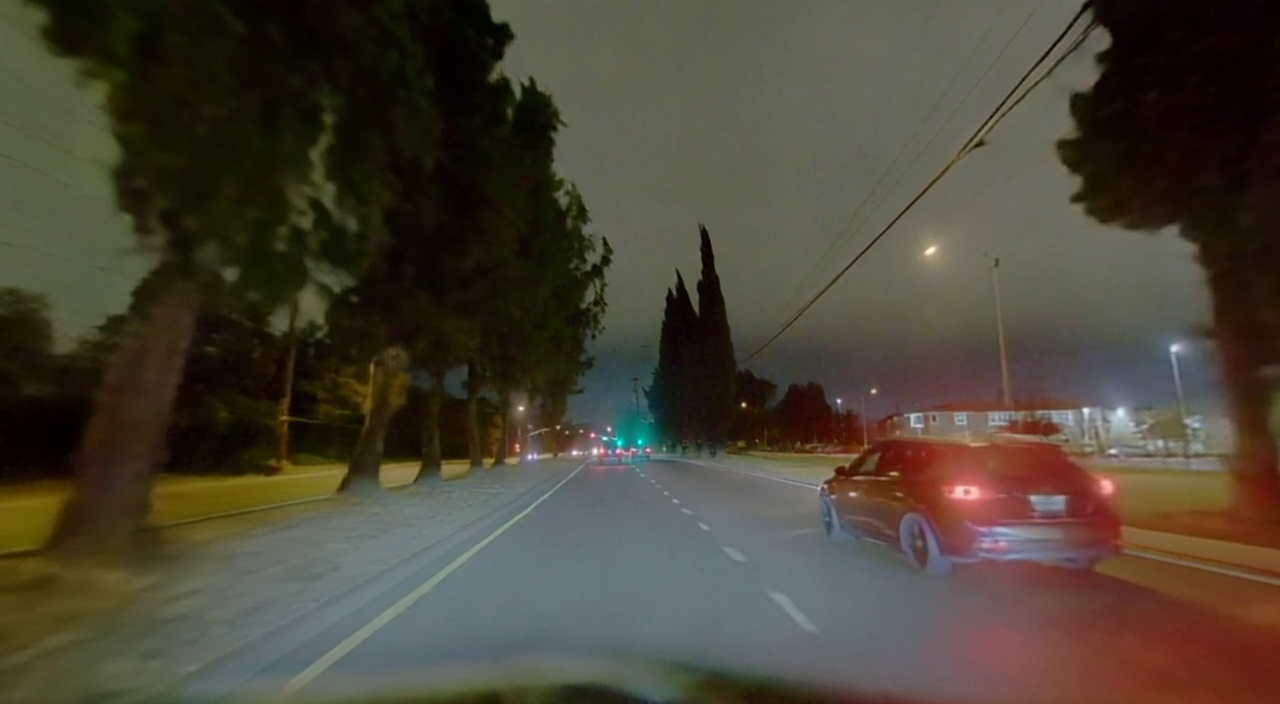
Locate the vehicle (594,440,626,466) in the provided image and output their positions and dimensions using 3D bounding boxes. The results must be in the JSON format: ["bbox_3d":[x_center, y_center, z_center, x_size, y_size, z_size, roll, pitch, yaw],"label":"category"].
[{"bbox_3d":[-2.229,7.259,45.334,2.189,1.776,4.342,1,-9,-4],"label":"vehicle"}]

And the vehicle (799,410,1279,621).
[{"bbox_3d":[3.734,1.635,7.367,2.235,1.597,4.918,0,-9,-3],"label":"vehicle"}]
